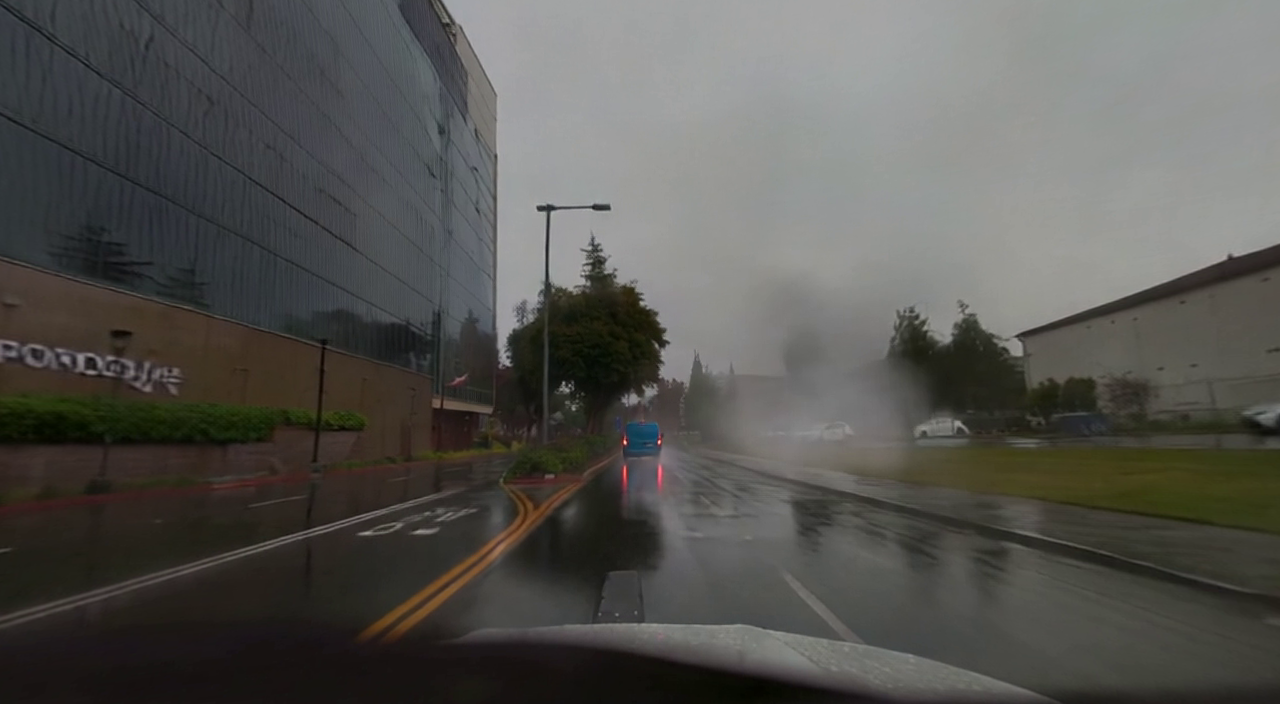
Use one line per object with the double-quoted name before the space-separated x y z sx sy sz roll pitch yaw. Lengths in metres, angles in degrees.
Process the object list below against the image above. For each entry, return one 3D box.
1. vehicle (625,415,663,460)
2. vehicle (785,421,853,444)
"vehicle" 0.212 5.800 42.755 2.435 2.816 5.232 0 -8 -1
"vehicle" 12.555 5.662 44.331 4.184 1.578 1.976 0 -8 -2
